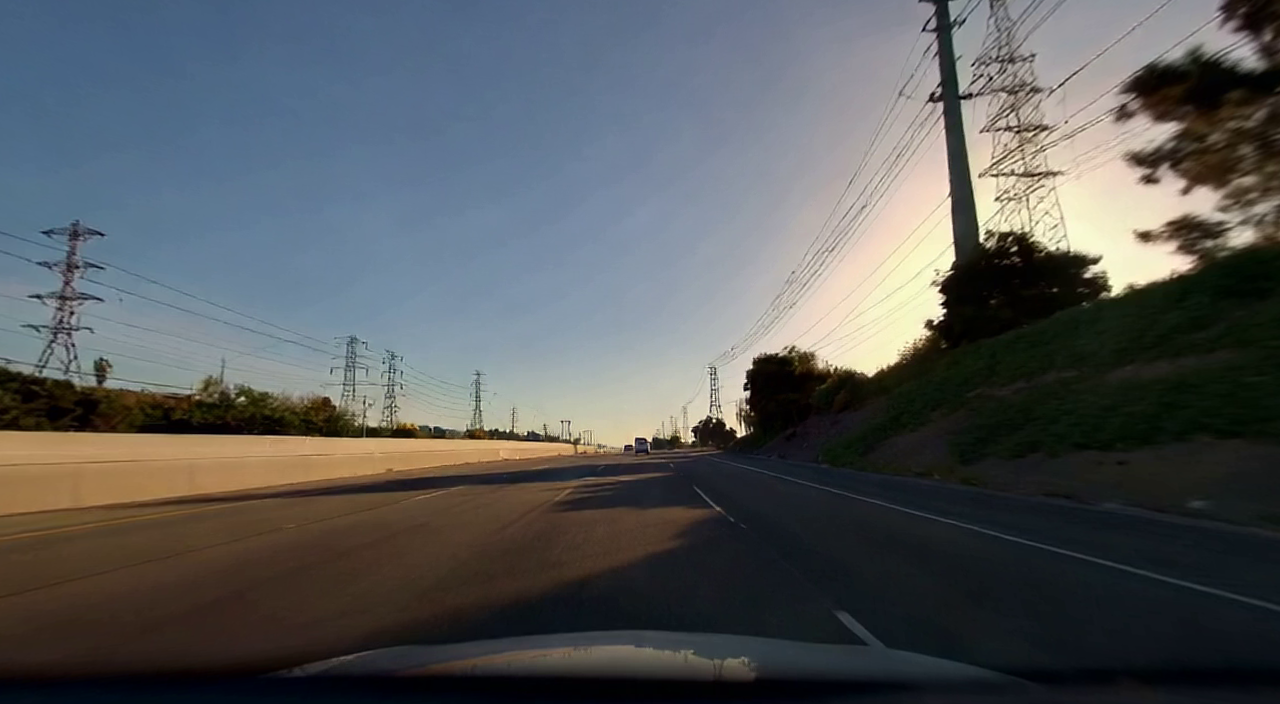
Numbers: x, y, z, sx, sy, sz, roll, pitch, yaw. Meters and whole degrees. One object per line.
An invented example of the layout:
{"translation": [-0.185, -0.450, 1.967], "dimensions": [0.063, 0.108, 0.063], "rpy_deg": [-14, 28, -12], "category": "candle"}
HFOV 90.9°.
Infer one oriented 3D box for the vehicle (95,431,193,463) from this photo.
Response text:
{"translation": [-30.464, 5.865, 38.966], "dimensions": [2.056, 1.823, 4.811], "rpy_deg": [0, -8, 0], "category": "vehicle"}
